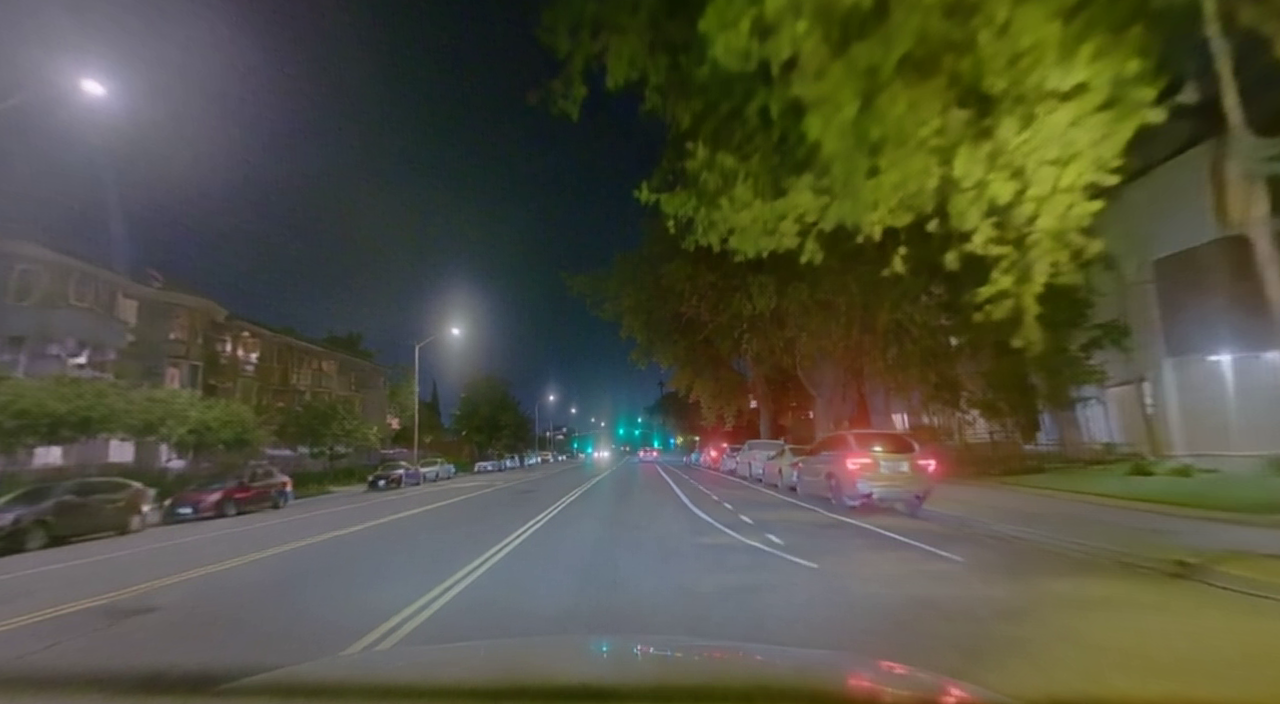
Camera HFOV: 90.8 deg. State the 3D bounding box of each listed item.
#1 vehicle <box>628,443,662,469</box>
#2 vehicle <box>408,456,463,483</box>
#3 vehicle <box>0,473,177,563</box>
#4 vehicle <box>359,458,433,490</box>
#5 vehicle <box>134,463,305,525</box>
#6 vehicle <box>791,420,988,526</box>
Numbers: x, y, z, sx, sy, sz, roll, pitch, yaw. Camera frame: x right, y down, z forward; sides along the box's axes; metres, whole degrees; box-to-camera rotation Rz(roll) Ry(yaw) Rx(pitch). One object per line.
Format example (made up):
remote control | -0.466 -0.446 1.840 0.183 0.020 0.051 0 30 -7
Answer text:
vehicle | 0.289 6.502 39.658 2.022 1.471 3.973 0 -9 -1
vehicle | -12.436 7.145 38.728 1.853 1.497 4.527 0 -9 0
vehicle | -12.718 3.485 13.867 1.834 1.467 4.357 0 -9 -1
vehicle | -12.738 6.379 33.309 1.969 1.490 4.675 -1 -9 1
vehicle | -12.643 4.273 19.501 1.880 1.523 4.833 0 -9 1
vehicle | 4.907 2.462 13.472 2.022 1.799 5.105 0 -9 -1
